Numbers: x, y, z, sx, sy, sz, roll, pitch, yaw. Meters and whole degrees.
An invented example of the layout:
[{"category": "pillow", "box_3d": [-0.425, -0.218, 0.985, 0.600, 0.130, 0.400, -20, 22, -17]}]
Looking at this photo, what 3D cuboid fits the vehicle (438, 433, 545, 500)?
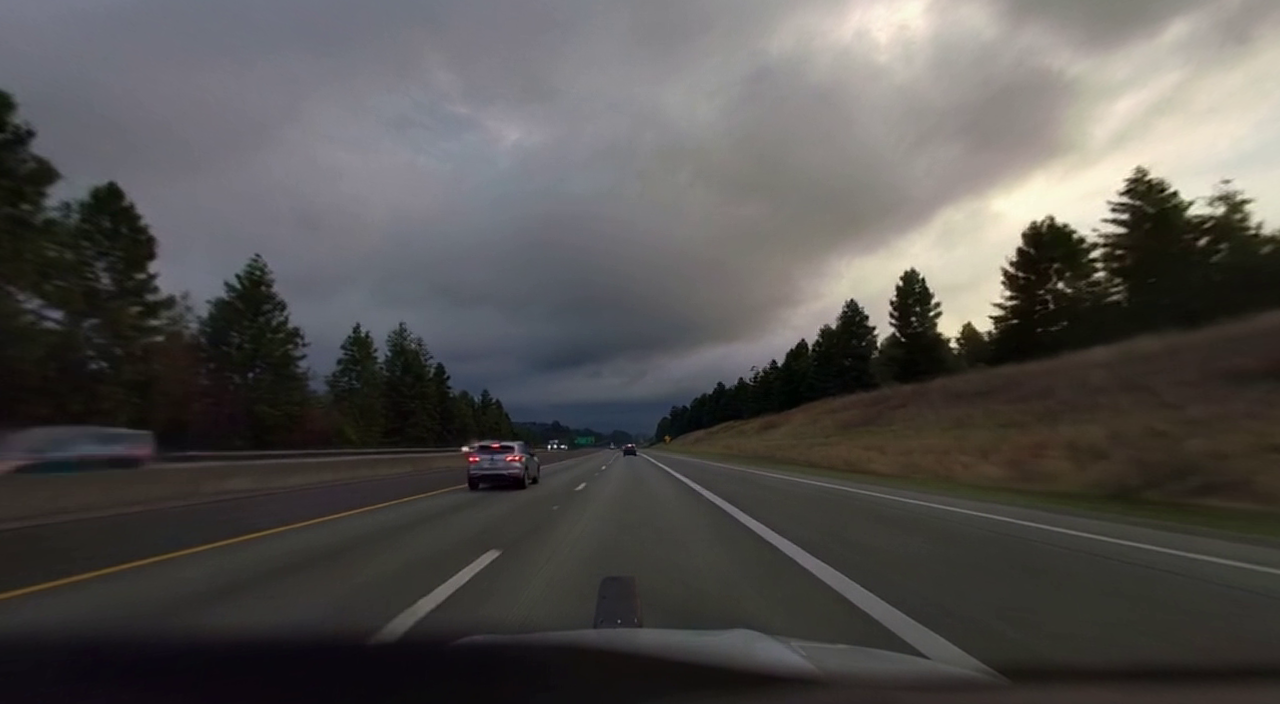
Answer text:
[{"category": "vehicle", "box_3d": [-4.243, 3.344, 18.749, 2.111, 1.717, 4.426, 0, -9, 0]}]
